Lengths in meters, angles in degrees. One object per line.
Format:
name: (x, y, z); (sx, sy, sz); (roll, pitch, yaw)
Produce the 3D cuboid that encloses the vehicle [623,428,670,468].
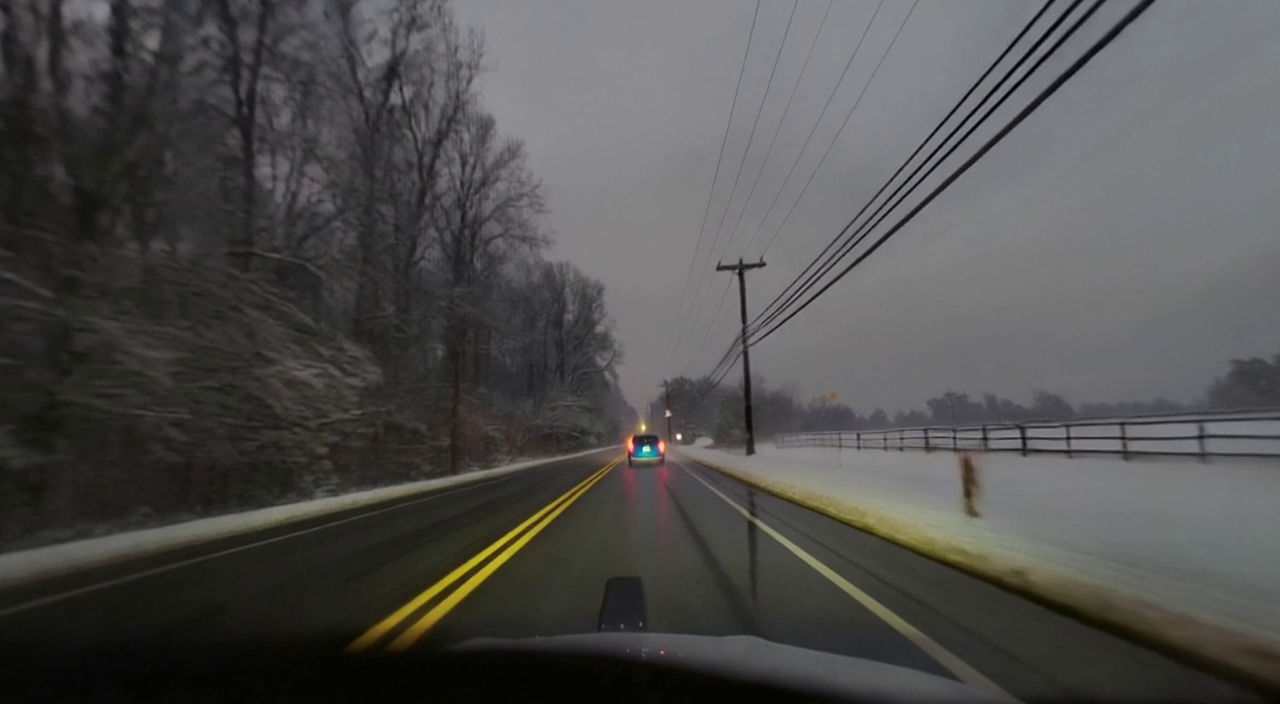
vehicle: (0.325, 5.369, 35.420); (2.468, 2.056, 4.422); (0, -8, 0)
